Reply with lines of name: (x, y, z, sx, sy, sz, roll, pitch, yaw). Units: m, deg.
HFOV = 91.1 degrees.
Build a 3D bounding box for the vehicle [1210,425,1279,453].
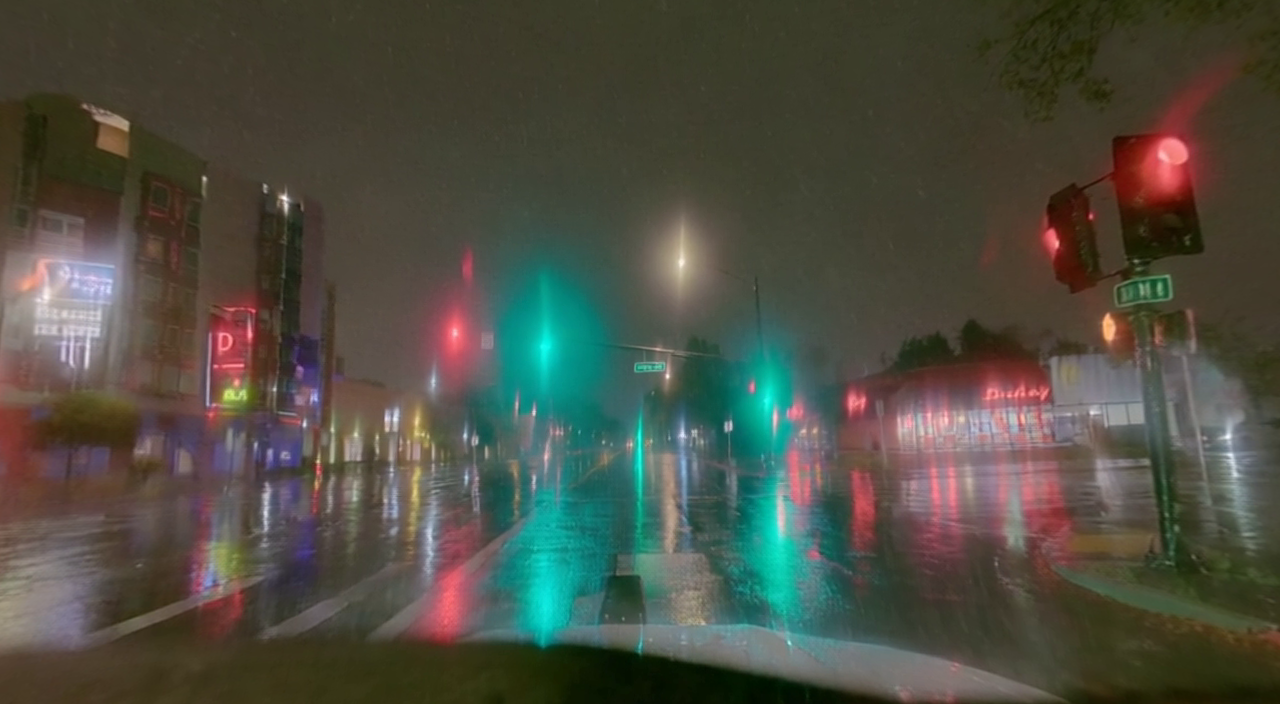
vehicle: (35.311, 4.858, 35.283, 4.493, 1.453, 1.849, -3, -9, 2)
